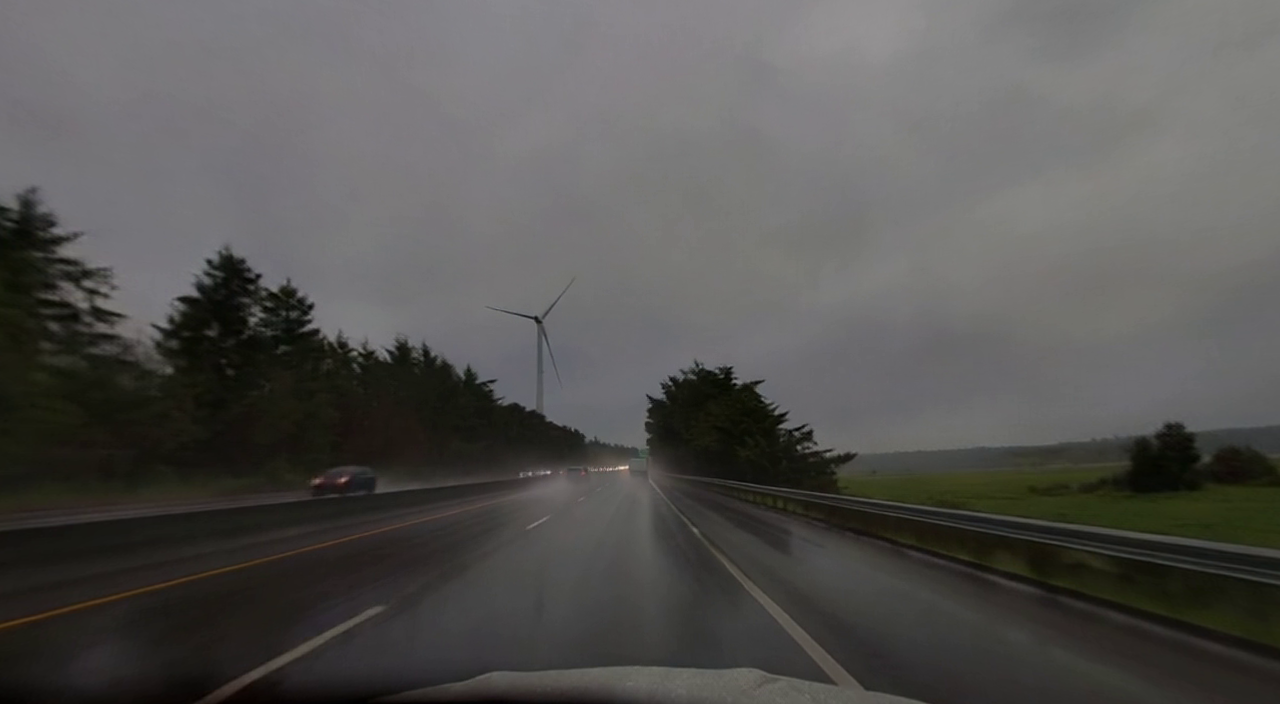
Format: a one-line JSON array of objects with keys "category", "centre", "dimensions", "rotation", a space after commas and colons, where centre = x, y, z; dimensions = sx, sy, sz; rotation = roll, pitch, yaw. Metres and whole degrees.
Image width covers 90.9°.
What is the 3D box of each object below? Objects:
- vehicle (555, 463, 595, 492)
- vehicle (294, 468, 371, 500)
[{"category": "vehicle", "centre": [-4.137, 8.106, 40.883], "dimensions": [2.124, 1.705, 4.440], "rotation": [1, -11, 0]}, {"category": "vehicle", "centre": [-16.552, 7.117, 34.196], "dimensions": [1.910, 1.572, 4.370], "rotation": [1, -11, 0]}]
